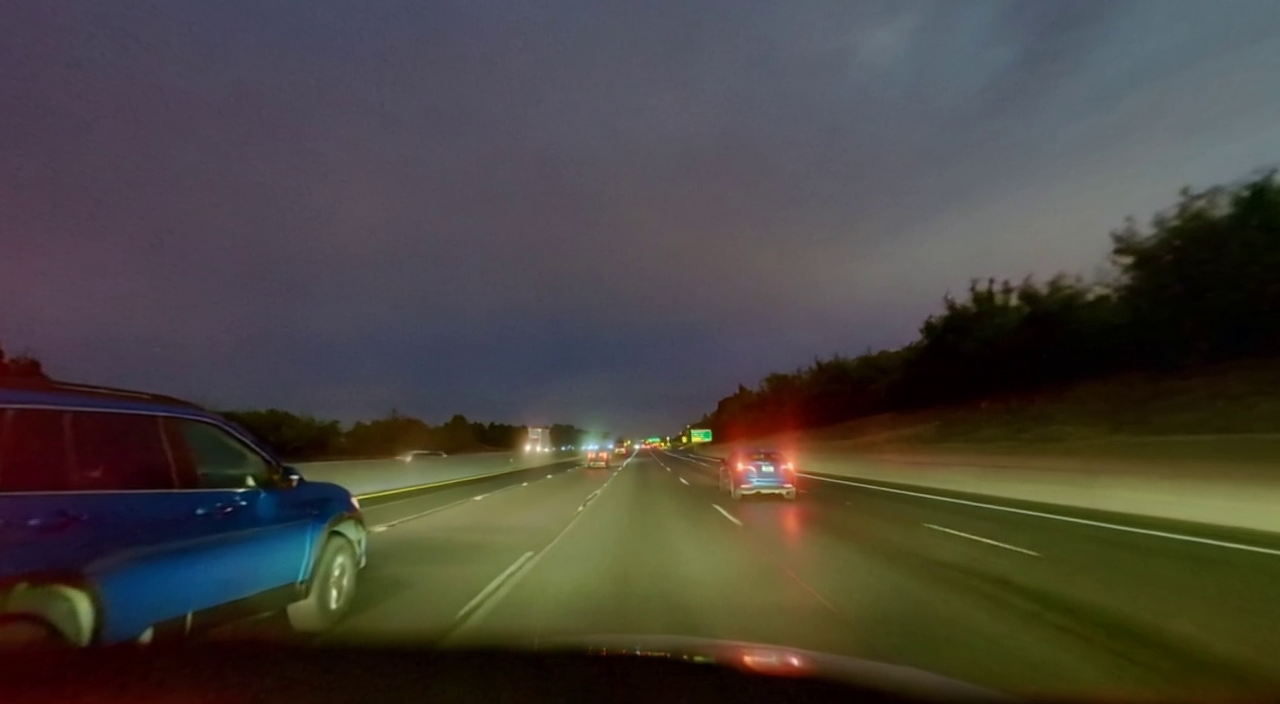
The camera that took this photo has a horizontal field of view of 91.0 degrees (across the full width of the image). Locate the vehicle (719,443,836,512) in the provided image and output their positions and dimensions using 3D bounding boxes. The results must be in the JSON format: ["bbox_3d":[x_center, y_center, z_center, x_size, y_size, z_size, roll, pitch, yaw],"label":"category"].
[{"bbox_3d":[3.267,3.061,15.906,1.979,1.486,4.125,0,-9,-1],"label":"vehicle"}]

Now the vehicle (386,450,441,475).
[{"bbox_3d":[-14.884,7.291,41.646,1.849,1.513,4.565,0,-9,1],"label":"vehicle"}]

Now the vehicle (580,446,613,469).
[{"bbox_3d":[-3.129,7.688,46.165,2.030,1.563,4.389,0,-9,0],"label":"vehicle"}]

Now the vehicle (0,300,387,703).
[{"bbox_3d":[-3.153,0.835,2.851,2.137,1.756,4.453,0,-9,0],"label":"vehicle"}]
